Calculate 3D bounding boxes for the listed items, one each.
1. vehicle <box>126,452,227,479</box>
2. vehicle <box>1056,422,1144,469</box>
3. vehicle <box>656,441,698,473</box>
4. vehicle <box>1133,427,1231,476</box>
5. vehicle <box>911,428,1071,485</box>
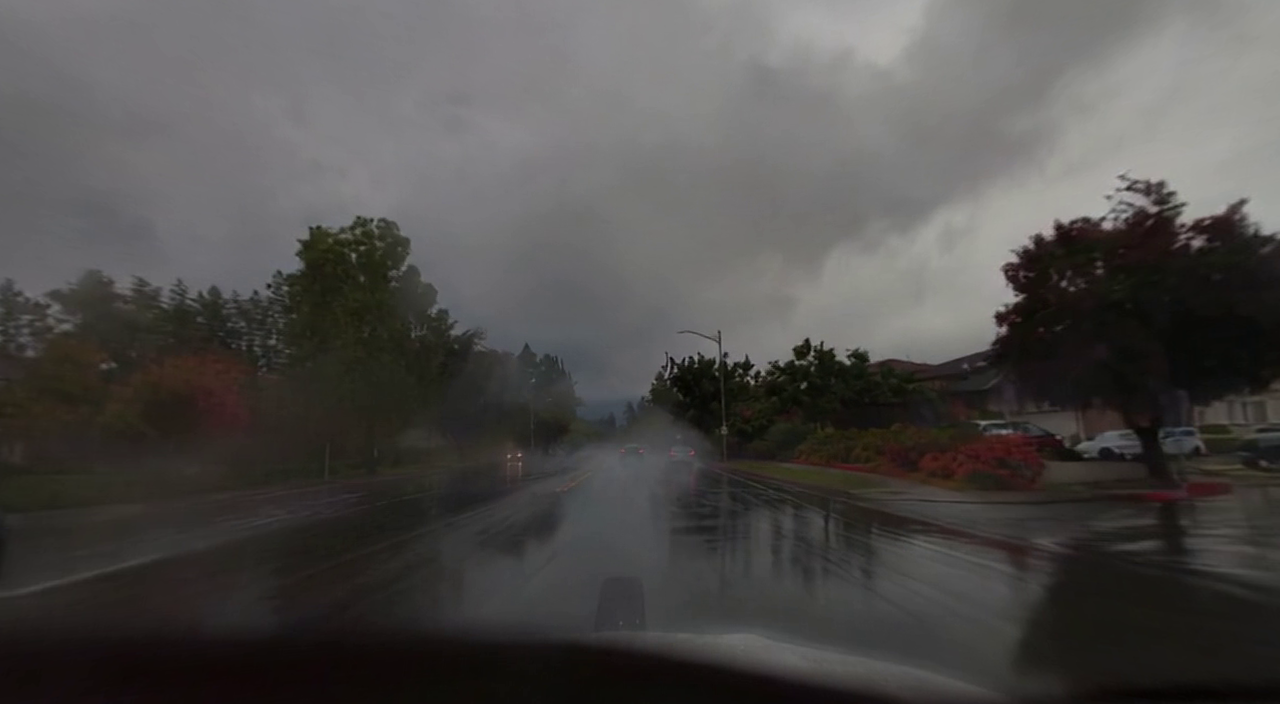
[{"bbox_3d":[-28.302,6.929,38.795,4.796,1.478,1.947,5,-10,-32],"label":"vehicle"},{"bbox_3d":[18.379,3.712,25.181,2.043,1.691,4.436,-8,-12,44],"label":"vehicle"},{"bbox_3d":[2.005,5.796,35.098,2.003,1.614,4.072,0,-8,-1],"label":"vehicle"},{"bbox_3d":[18.312,3.322,21.272,2.106,1.460,4.389,-8,-12,43],"label":"vehicle"},{"bbox_3d":[10.670,3.183,19.471,1.903,1.569,3.751,5,-10,-33],"label":"vehicle"}]
